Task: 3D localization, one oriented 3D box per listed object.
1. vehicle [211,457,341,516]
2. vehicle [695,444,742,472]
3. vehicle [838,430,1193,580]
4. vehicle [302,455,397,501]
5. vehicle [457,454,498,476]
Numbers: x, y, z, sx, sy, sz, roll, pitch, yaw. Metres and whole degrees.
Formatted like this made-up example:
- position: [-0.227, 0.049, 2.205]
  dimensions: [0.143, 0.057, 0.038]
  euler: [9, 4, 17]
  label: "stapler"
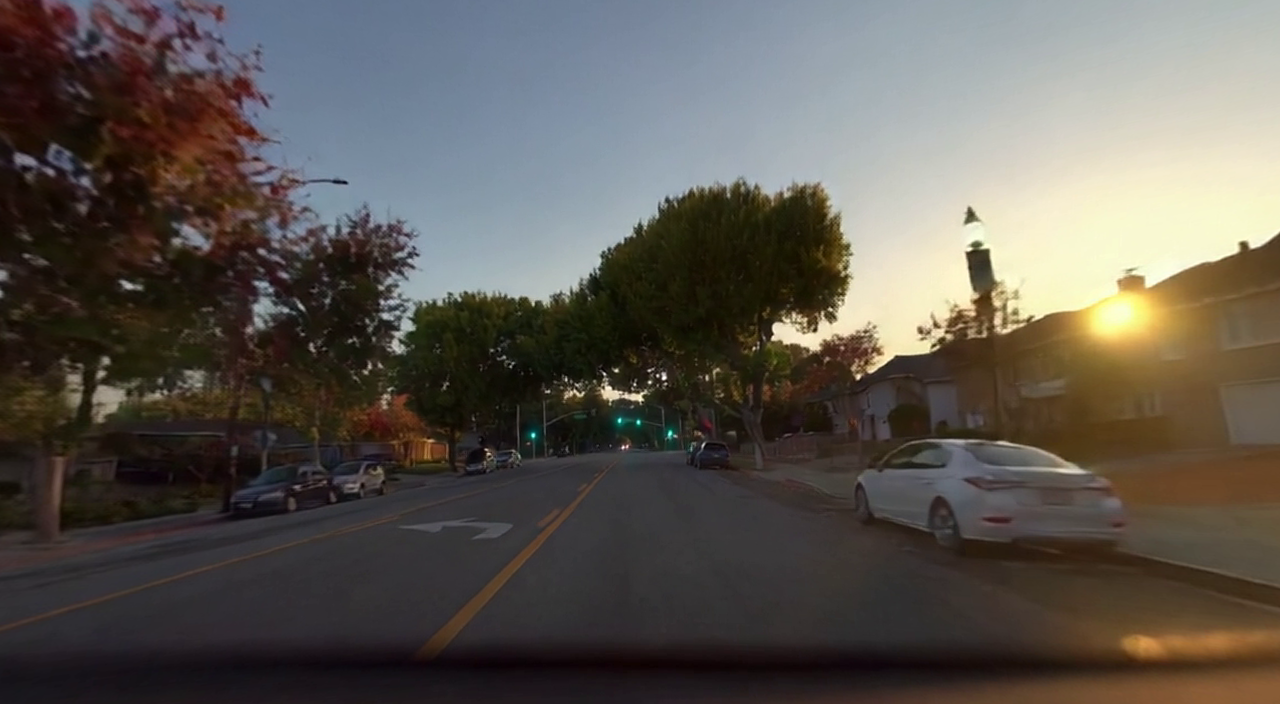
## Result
- position: [-11.567, 4.268, 20.474]
  dimensions: [1.845, 1.626, 4.105]
  euler: [0, -9, -2]
  label: "vehicle"
- position: [4.379, 6.015, 36.098]
  dimensions: [2.010, 1.461, 4.247]
  euler: [1, -9, -2]
  label: "vehicle"
- position: [4.519, 1.904, 8.745]
  dimensions: [1.887, 1.480, 4.731]
  euler: [1, -9, -2]
  label: "vehicle"
- position: [-11.724, 5.089, 25.847]
  dimensions: [2.008, 1.643, 4.130]
  euler: [0, -9, -2]
  label: "vehicle"
- position: [-11.855, 8.262, 46.295]
  dimensions: [1.867, 1.471, 4.139]
  euler: [0, -9, 0]
  label: "vehicle"
